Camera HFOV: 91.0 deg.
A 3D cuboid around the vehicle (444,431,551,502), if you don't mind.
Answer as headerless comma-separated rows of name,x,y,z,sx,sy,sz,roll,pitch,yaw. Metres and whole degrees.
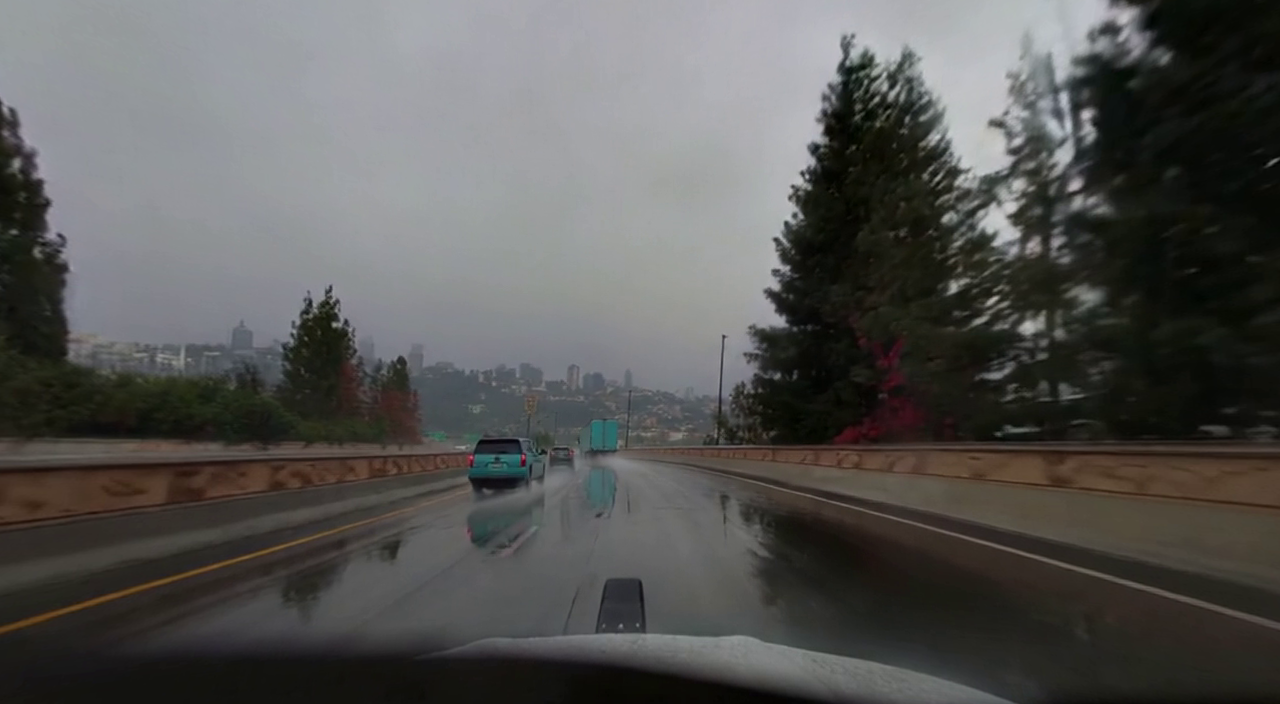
vehicle,-3.809,3.163,17.742,2.041,1.734,4.391,0,-9,-1
